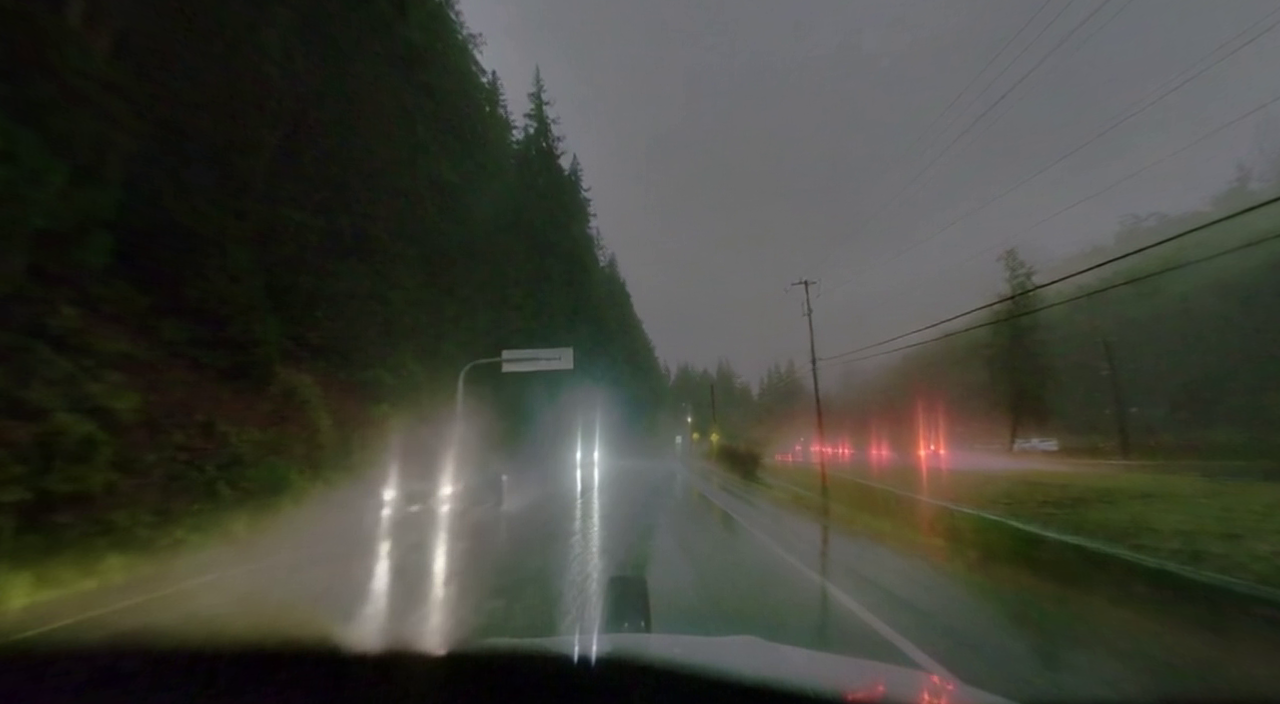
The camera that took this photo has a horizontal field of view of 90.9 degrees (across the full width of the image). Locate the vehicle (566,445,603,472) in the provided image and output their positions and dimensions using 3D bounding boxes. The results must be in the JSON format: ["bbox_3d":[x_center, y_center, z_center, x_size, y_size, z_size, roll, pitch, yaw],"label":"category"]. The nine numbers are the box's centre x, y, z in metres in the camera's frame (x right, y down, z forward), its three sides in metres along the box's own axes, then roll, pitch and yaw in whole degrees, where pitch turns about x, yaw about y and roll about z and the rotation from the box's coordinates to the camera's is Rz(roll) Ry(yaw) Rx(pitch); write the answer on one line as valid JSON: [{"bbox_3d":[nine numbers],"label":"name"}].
[{"bbox_3d":[-3.593,6.998,41.591,2.074,1.679,4.293,-1,-9,0],"label":"vehicle"}]

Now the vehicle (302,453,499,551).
[{"bbox_3d":[-4.097,2.605,11.611,2.002,1.420,3.948,-1,-9,1],"label":"vehicle"}]
